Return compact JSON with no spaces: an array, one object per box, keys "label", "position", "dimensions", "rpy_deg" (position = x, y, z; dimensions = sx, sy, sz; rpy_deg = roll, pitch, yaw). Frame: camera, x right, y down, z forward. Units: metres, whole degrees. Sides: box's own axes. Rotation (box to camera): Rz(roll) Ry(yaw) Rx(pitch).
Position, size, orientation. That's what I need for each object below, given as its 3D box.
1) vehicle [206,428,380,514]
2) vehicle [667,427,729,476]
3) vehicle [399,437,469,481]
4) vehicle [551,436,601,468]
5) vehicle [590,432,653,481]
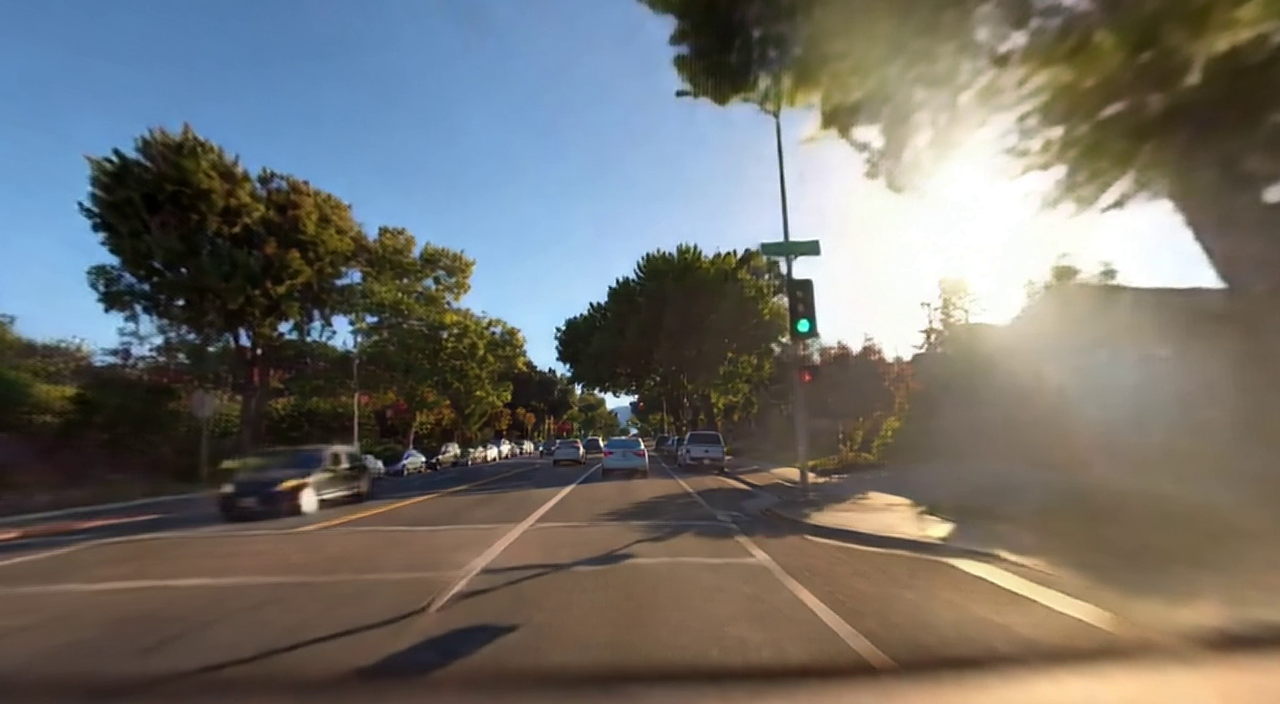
[{"label":"vehicle","position":[-9.367,3.186,17.638],"dimensions":[2.105,1.858,4.903],"rpy_deg":[-5,-8,0]},{"label":"vehicle","position":[2.360,4.177,26.878],"dimensions":[2.119,1.884,4.567],"rpy_deg":[0,-8,-1]},{"label":"vehicle","position":[-12.511,6.465,38.839],"dimensions":[2.249,2.093,6.297],"rpy_deg":[-8,-7,-3]},{"label":"vehicle","position":[-3.242,5.123,32.757],"dimensions":[2.117,1.528,4.277],"rpy_deg":[0,-8,0]},{"label":"vehicle","position":[-0.631,3.680,22.662],"dimensions":[2.041,1.575,4.304],"rpy_deg":[0,-8,-1]}]
